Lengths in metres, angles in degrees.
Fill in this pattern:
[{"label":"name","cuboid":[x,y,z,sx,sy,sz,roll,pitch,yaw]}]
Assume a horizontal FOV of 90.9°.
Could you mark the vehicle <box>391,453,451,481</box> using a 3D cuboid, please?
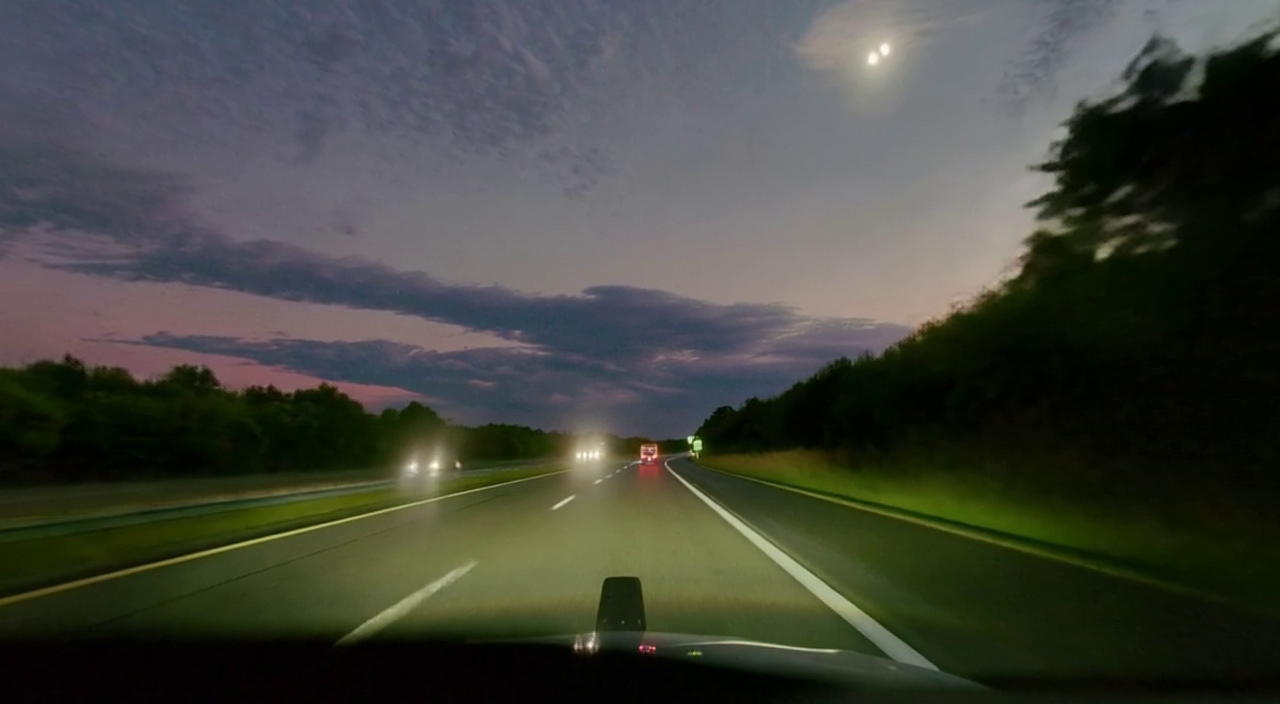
[{"label":"vehicle","cuboid":[-12.183,6.400,35.301,1.858,1.458,4.029,0,-9,1]}]
